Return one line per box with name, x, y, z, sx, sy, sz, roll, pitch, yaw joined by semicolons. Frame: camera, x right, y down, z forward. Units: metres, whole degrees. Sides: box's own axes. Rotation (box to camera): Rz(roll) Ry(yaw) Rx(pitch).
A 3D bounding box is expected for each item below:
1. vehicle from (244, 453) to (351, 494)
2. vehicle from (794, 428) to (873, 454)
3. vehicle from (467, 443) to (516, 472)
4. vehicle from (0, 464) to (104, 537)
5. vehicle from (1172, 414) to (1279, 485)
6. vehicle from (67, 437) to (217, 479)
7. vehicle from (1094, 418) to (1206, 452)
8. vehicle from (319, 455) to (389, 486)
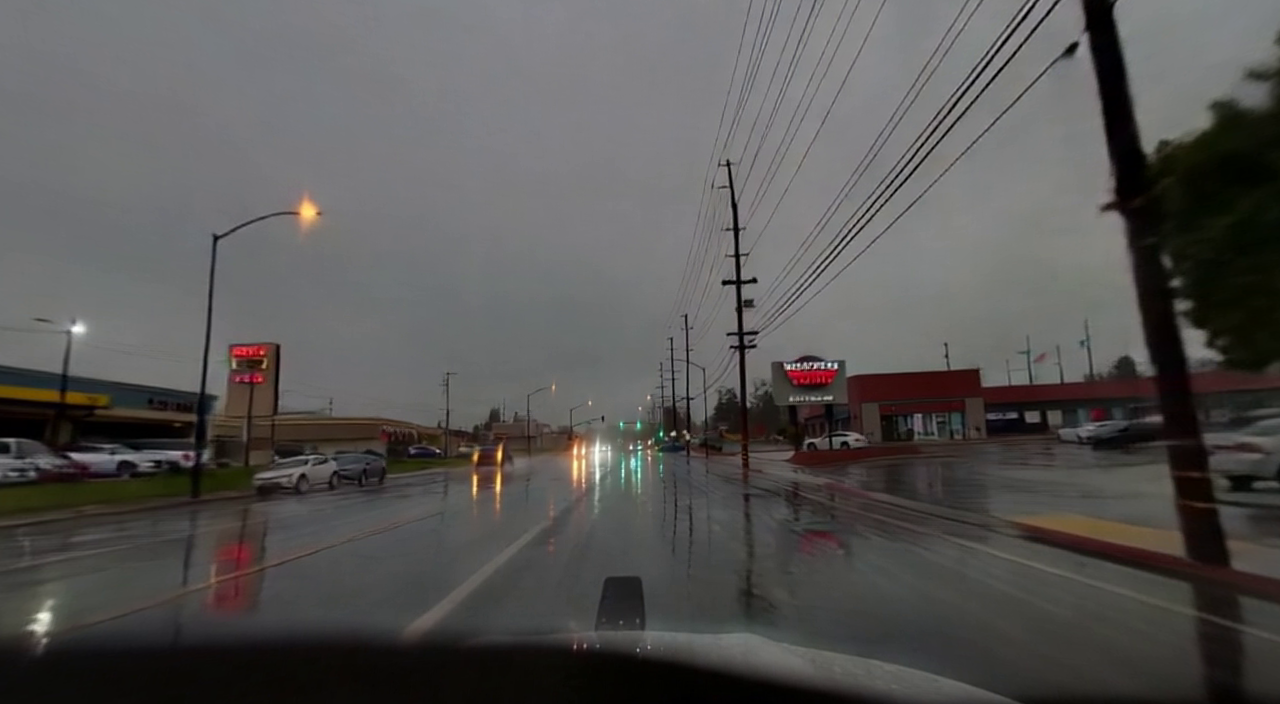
vehicle;-14.824;5.262;27.759;1.954;1.519;5.051;-1;-8;-1
vehicle;13.508;6.260;44.394;4.836;1.750;2.079;0;-8;-1
vehicle;-9.423;6.713;40.404;1.940;1.698;5.028;0;-8;0
vehicle;-14.374;3.146;13.226;1.927;1.427;5.198;1;-8;-3
vehicle;14.629;2.148;14.094;3.929;1.456;1.774;0;-8;-3
vehicle;-23.932;5.092;30.705;5.233;1.880;2.362;4;-9;-28
vehicle;31.717;5.148;39.424;4.895;1.884;2.320;-2;-6;1
vehicle;-14.856;6.141;33.028;1.753;1.401;4.223;0;-8;-1
